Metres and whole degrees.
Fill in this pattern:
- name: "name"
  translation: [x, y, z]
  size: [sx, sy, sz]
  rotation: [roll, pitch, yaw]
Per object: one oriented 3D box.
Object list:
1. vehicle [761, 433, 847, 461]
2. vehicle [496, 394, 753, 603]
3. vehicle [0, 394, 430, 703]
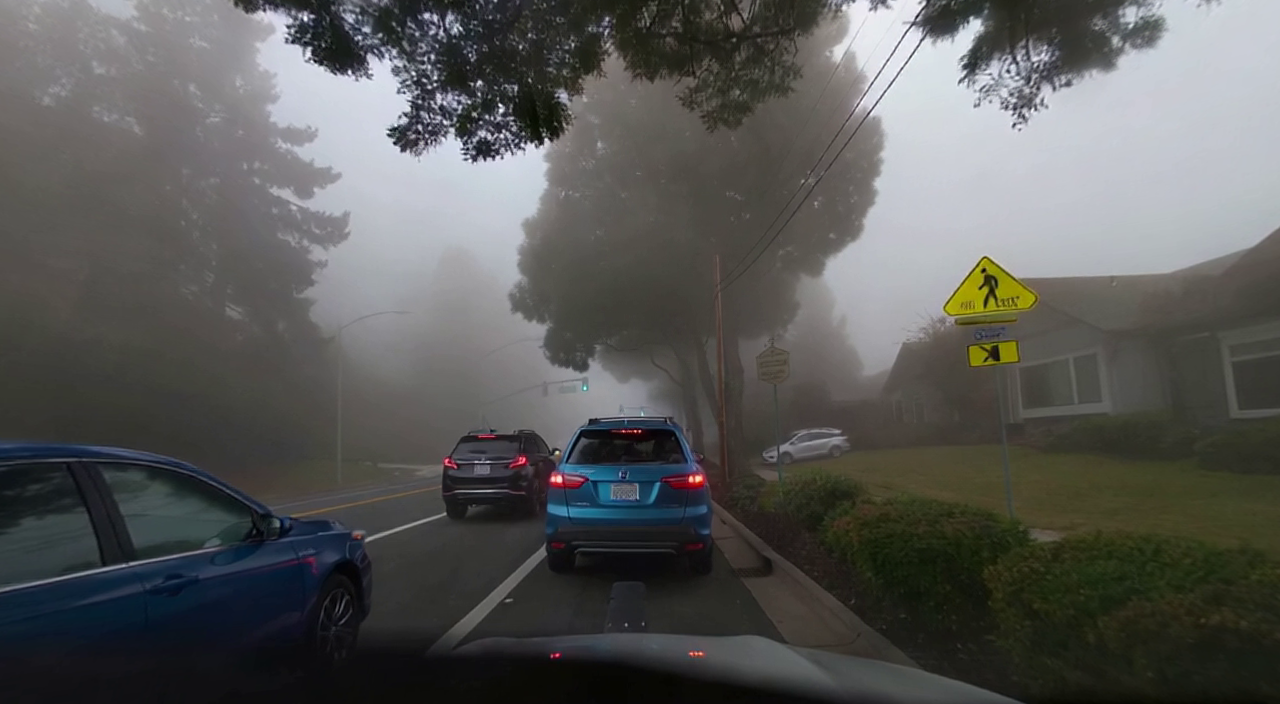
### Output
- name: "vehicle"
  translation: [9.307, 5.445, 35.999]
  size: [4.456, 1.504, 1.914]
  rotation: [-1, -9, 5]
- name: "vehicle"
  translation: [-0.133, 1.509, 7.254]
  size: [2.120, 1.718, 3.909]
  rotation: [0, -9, 0]
- name: "vehicle"
  translation: [-2.865, 1.054, 3.089]
  size: [1.968, 1.472, 4.685]
  rotation: [0, -9, 1]
